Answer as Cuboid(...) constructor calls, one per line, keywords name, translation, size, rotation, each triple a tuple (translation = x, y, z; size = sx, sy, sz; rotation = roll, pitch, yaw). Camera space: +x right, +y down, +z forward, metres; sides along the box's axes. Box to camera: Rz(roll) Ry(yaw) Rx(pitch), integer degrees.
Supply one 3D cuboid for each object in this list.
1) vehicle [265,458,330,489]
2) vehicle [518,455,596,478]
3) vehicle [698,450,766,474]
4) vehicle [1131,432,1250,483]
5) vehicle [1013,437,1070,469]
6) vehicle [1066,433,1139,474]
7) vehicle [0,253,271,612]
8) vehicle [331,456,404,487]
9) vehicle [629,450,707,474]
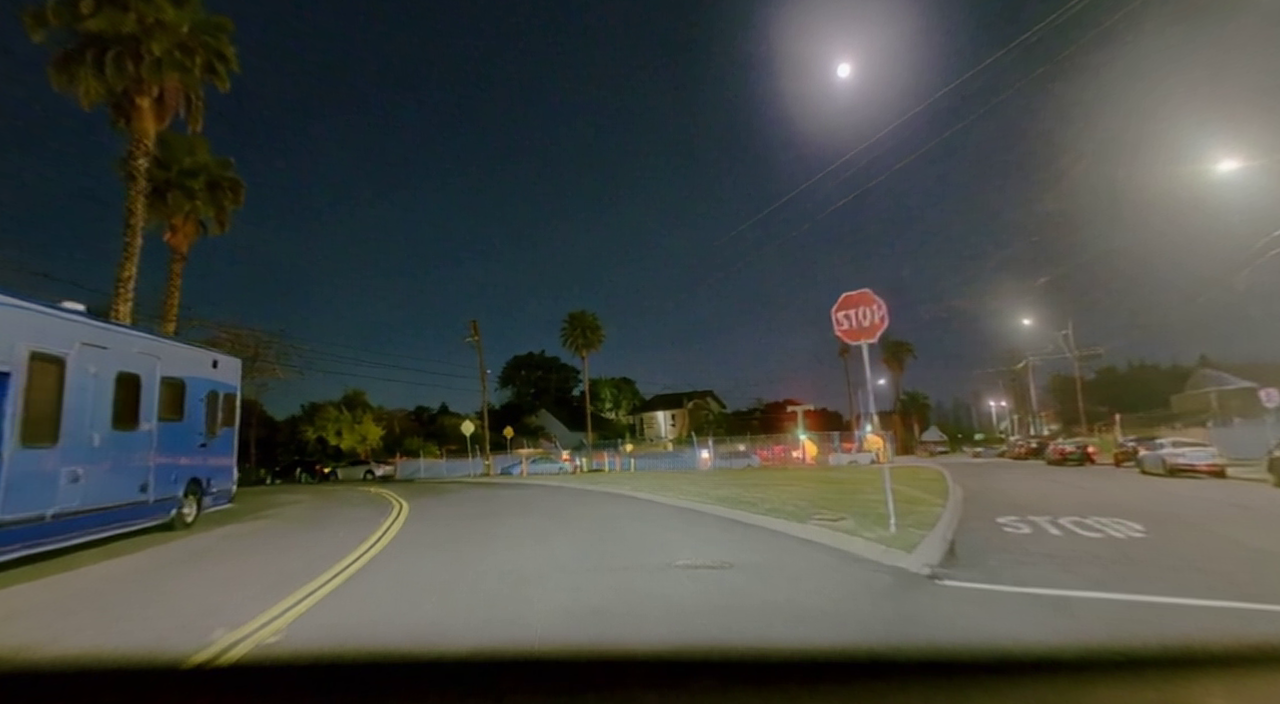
Cuboid(name="vehicle", translation=(-25.703, 9.080, 47.344), size=(4.844, 1.974, 2.092), rotation=(-4, -7, 31))
Cuboid(name="vehicle", translation=(-5.472, 7.560, 41.905), size=(4.966, 1.377, 1.739), rotation=(0, -6, -2))
Cuboid(name="vehicle", translation=(6.507, 7.716, 44.570), size=(4.461, 1.417, 1.781), rotation=(2, -6, -24))
Cuboid(name="vehicle", translation=(21.601, 4.101, 25.047), size=(2.016, 1.687, 4.272), rotation=(-2, -6, 19))
Cuboid(name="vehicle", translation=(28.991, 7.230, 45.796), size=(2.094, 1.992, 4.941), rotation=(-2, -6, 17))
Cuboid(name="vehicle", translation=(25.143, 5.440, 34.517), size=(1.974, 1.894, 4.810), rotation=(-3, -6, 22))
Cuboid(name="vehicle", translation=(-8.969, 1.104, 9.078), size=(3.216, 3.720, 11.364), rotation=(1, -6, -14))
Cuboid(name="vehicle", translation=(-18.955, 8.255, 43.889), size=(4.586, 1.784, 1.890), rotation=(-2, -6, 22))
Cuboid(name="vehicle", translation=(1.889, 7.424, 42.787), size=(4.952, 1.472, 1.837), rotation=(2, -7, -15))
